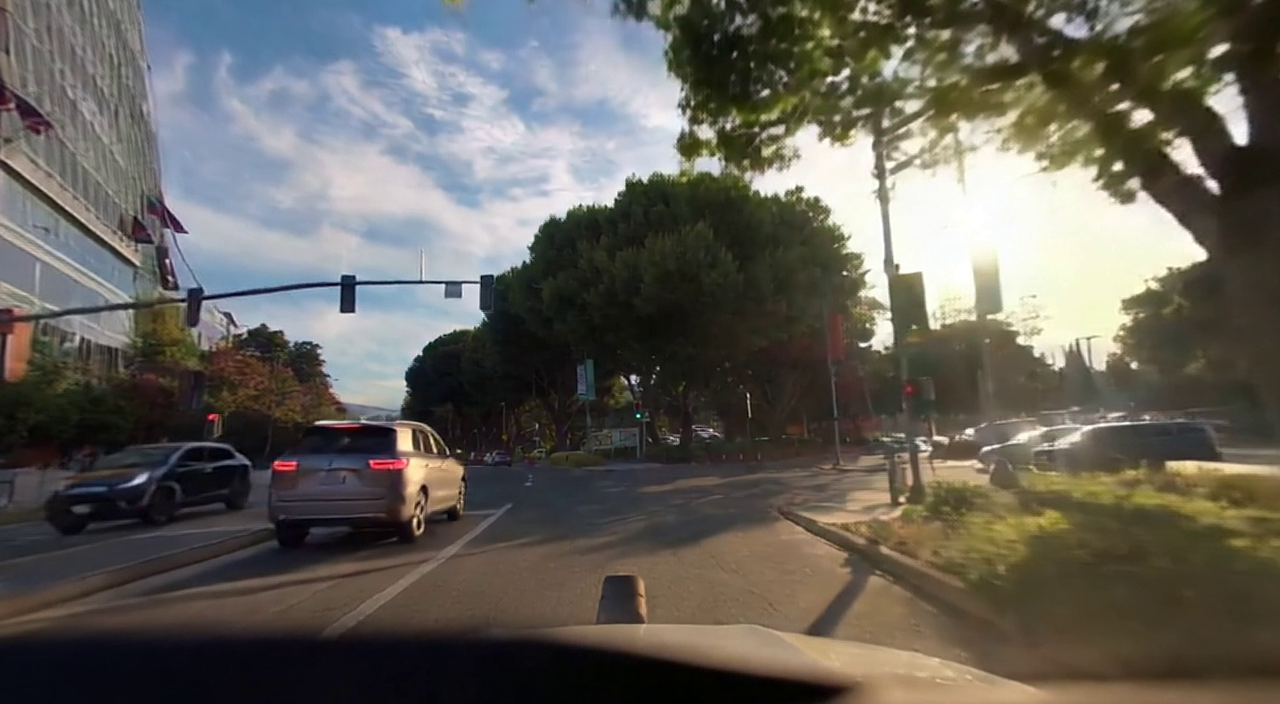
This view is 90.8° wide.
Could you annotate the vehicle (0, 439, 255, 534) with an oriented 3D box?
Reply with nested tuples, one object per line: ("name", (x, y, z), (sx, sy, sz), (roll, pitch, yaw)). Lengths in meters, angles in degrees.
("vehicle", (-11.382, 2.964, 14.622), (2.433, 1.784, 4.681), (1, -9, -7))

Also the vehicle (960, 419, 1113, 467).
("vehicle", (15.965, 3.733, 25.827), (4.857, 1.803, 2.147), (-4, -10, 22))

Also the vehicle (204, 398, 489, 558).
("vehicle", (-3.956, 1.822, 9.812), (2.134, 1.799, 5.082), (0, -9, -2))
